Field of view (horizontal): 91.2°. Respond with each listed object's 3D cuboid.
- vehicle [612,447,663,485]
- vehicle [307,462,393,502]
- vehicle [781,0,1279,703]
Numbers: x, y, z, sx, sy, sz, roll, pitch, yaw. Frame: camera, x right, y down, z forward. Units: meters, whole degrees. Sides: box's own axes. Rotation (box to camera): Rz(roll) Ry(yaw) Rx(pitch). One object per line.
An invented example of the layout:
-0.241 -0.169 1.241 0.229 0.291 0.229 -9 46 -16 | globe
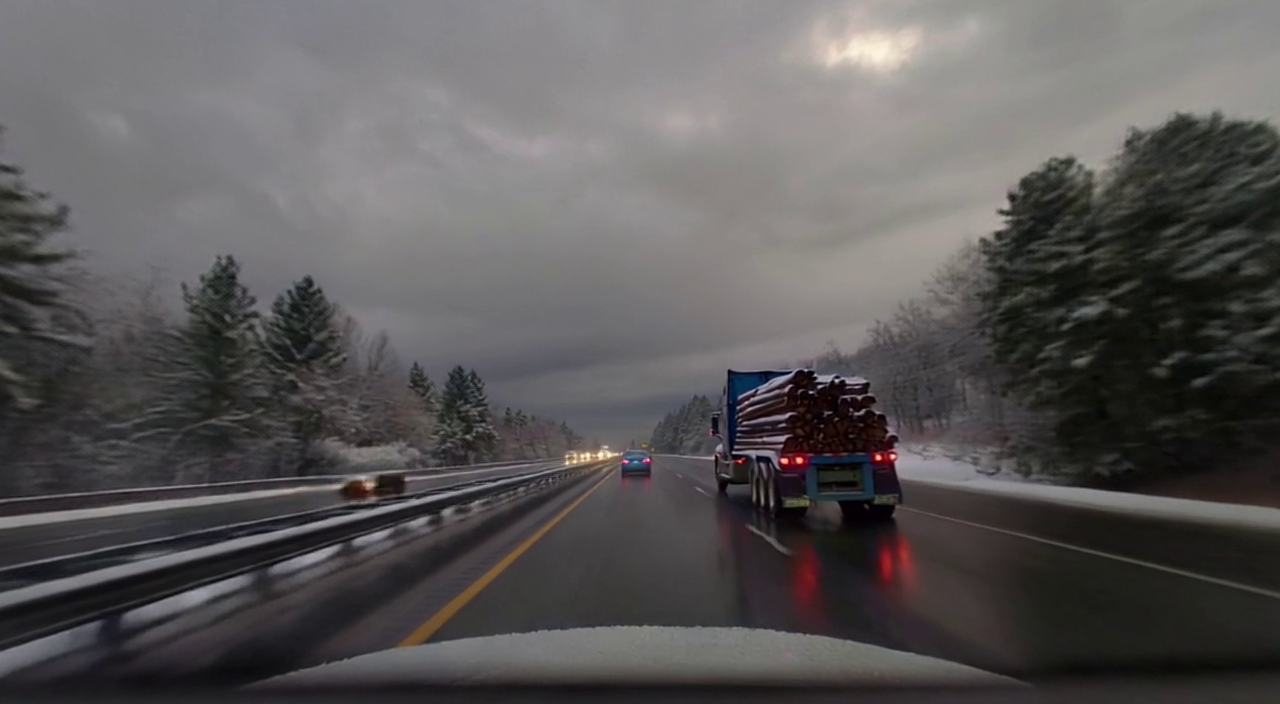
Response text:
-0.105 5.044 28.031 2.099 1.506 4.097 0 -9 0 | vehicle
-12.392 5.561 27.048 1.810 1.462 3.899 -1 -9 0 | vehicle
3.964 0.320 6.267 3.004 3.923 8.363 0 -9 -1 | vehicle
